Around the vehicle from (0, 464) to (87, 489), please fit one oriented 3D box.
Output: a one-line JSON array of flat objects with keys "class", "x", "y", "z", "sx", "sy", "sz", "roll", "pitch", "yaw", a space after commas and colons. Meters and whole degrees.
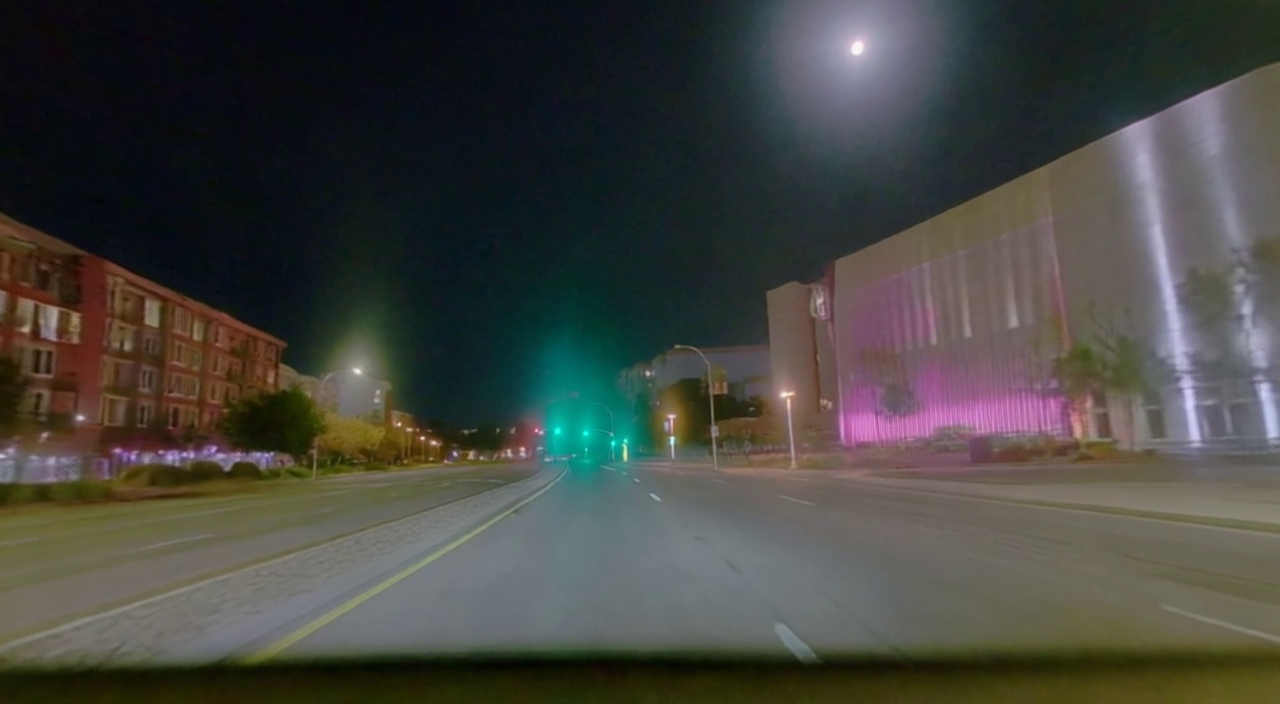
[{"class": "vehicle", "x": -39.717, "y": 8.245, "z": 41.988, "sx": 3.994, "sy": 1.491, "sz": 1.730, "roll": 4, "pitch": -9, "yaw": -24}]
